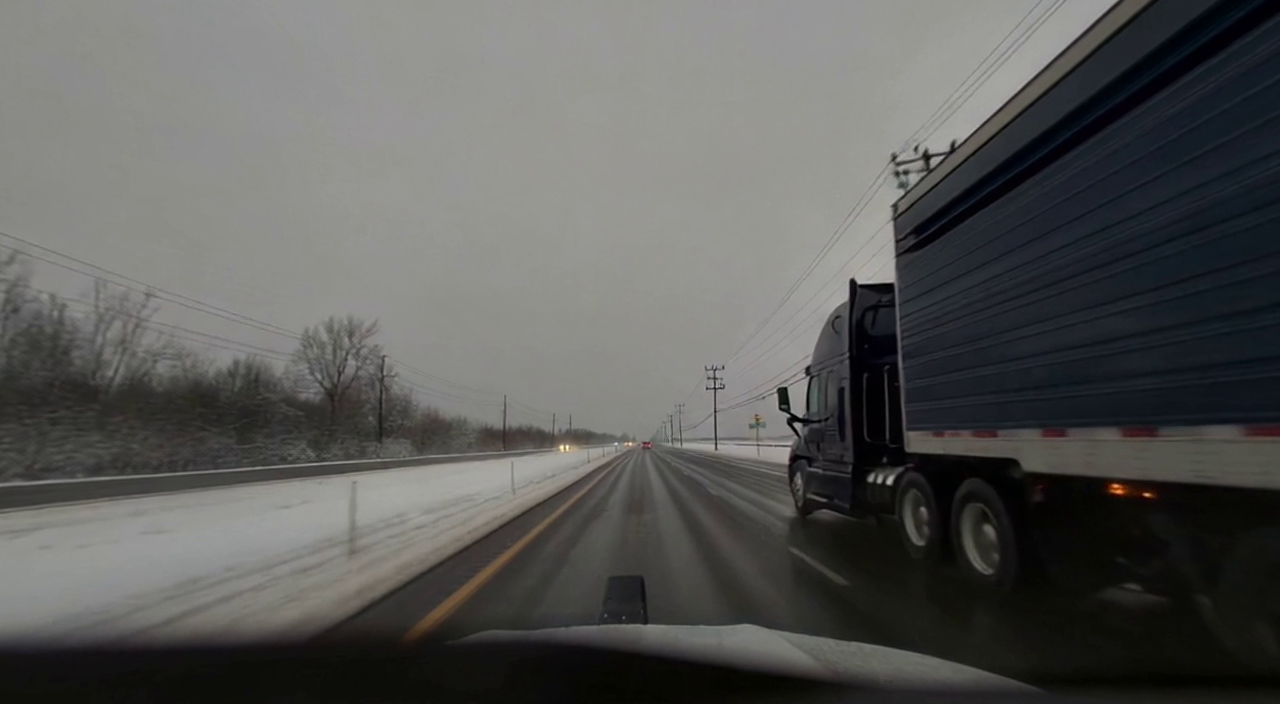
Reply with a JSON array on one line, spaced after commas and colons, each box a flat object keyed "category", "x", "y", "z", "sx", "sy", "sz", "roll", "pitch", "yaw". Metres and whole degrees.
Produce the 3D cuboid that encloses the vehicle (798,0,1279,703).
[{"category": "vehicle", "x": 4.015, "y": 0.206, "z": 5.354, "sx": 3.031, "sy": 3.879, "sz": 8.478, "roll": 0, "pitch": -8, "yaw": 0}]
